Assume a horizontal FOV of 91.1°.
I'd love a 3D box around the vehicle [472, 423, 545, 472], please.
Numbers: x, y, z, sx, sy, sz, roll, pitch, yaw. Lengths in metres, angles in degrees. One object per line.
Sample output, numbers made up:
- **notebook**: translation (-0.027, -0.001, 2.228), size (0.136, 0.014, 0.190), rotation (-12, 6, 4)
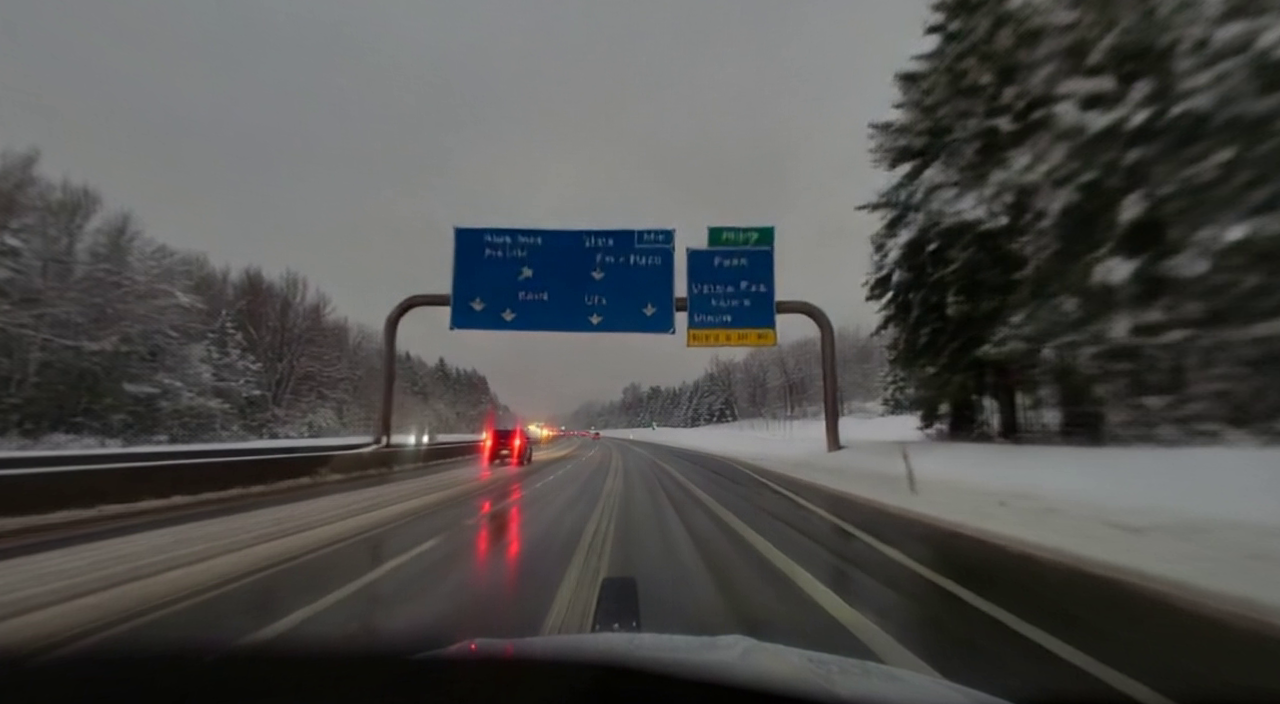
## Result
- **vehicle**: translation (-4.964, 3.647, 24.314), size (2.007, 1.727, 4.040), rotation (0, -8, -1)
